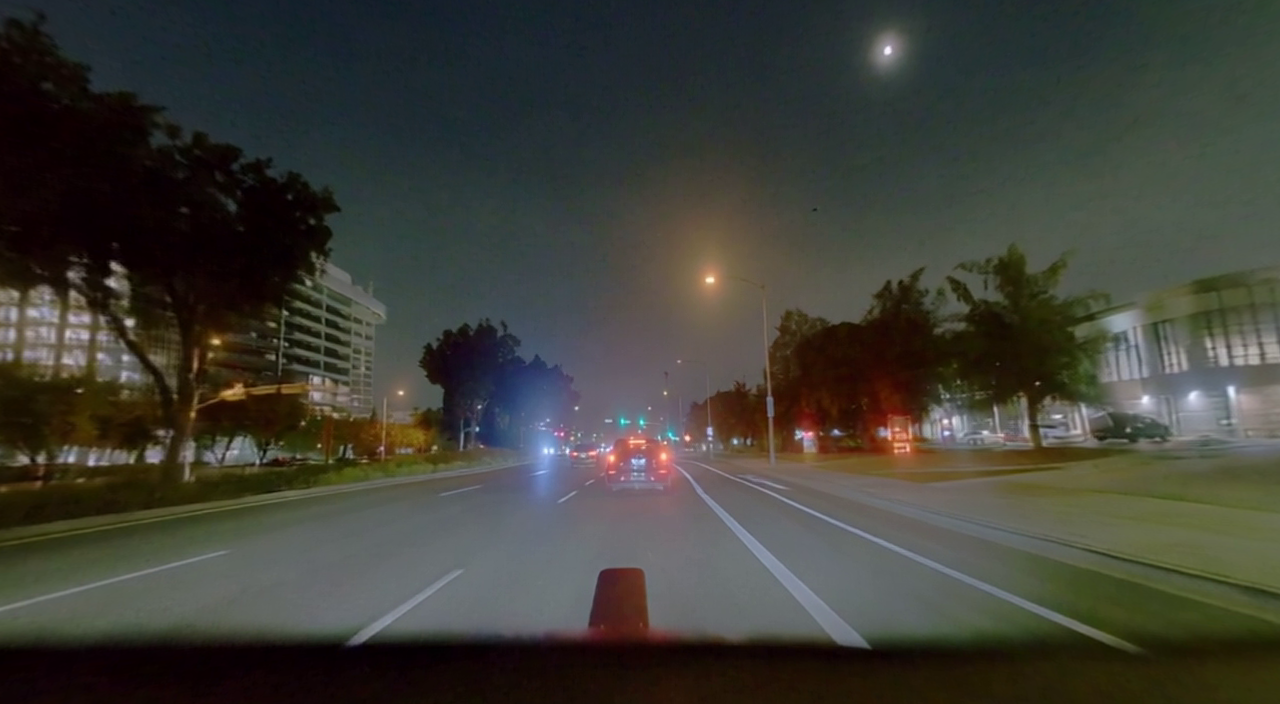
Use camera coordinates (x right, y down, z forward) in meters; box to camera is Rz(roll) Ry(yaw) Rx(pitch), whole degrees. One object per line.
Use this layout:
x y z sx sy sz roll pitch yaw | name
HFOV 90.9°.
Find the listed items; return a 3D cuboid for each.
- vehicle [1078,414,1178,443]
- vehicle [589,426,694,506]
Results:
31.923 5.099 41.463 4.903 1.767 2.105 -5 -10 31 | vehicle
0.052 2.695 15.305 2.199 1.652 4.101 0 -8 1 | vehicle
